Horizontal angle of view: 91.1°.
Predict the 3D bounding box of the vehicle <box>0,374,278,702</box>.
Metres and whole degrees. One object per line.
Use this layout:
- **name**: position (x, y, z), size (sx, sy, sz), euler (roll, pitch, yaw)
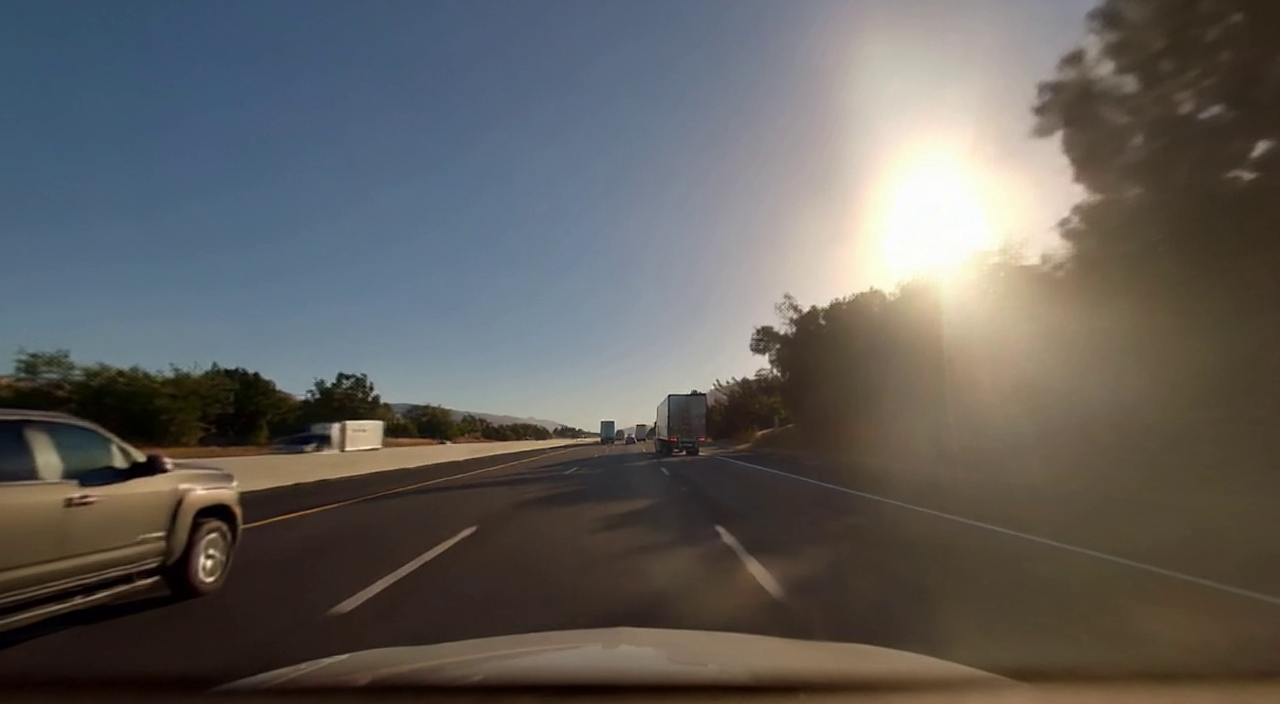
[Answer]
- **vehicle**: position (-4.188, 0.953, 3.353), size (2.044, 1.604, 4.144), euler (0, -8, 0)
